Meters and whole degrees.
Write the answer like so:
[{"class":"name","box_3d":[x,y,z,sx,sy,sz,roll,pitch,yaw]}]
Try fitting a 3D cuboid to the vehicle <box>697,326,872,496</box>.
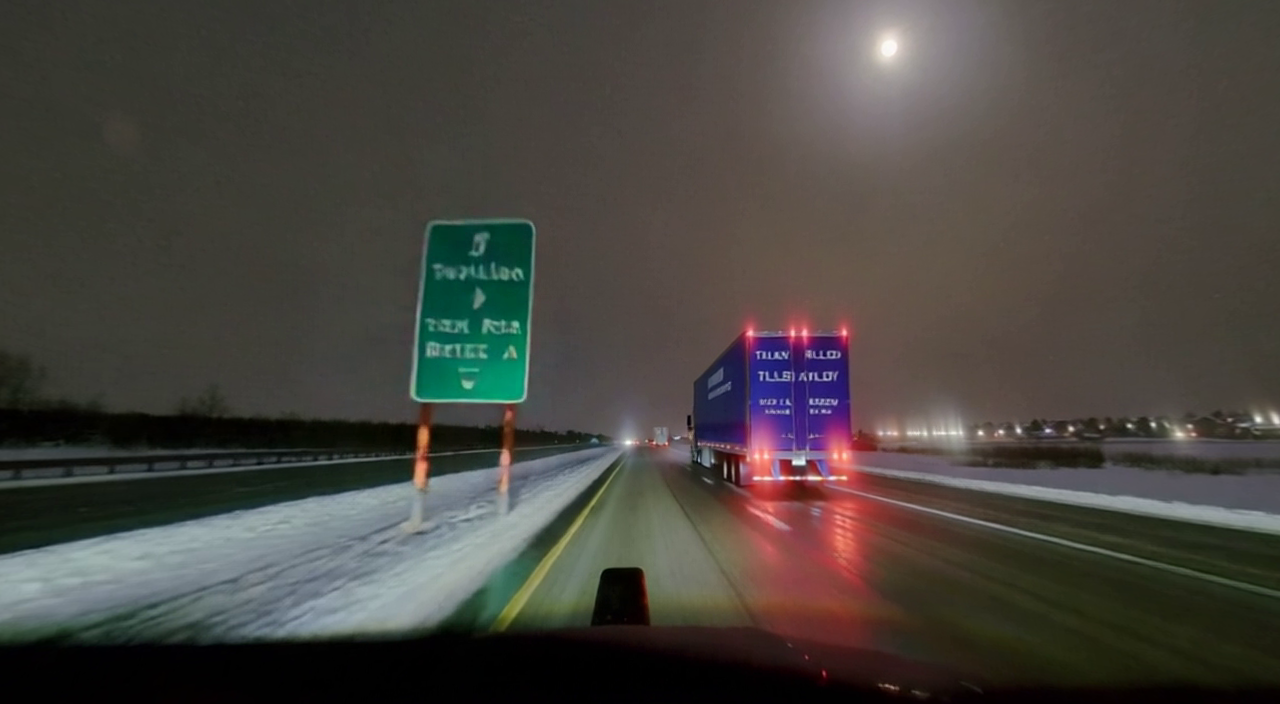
[{"class":"vehicle","box_3d":[4.107,2.401,22.259,3.006,4.093,14.142,0,-8,1]}]
